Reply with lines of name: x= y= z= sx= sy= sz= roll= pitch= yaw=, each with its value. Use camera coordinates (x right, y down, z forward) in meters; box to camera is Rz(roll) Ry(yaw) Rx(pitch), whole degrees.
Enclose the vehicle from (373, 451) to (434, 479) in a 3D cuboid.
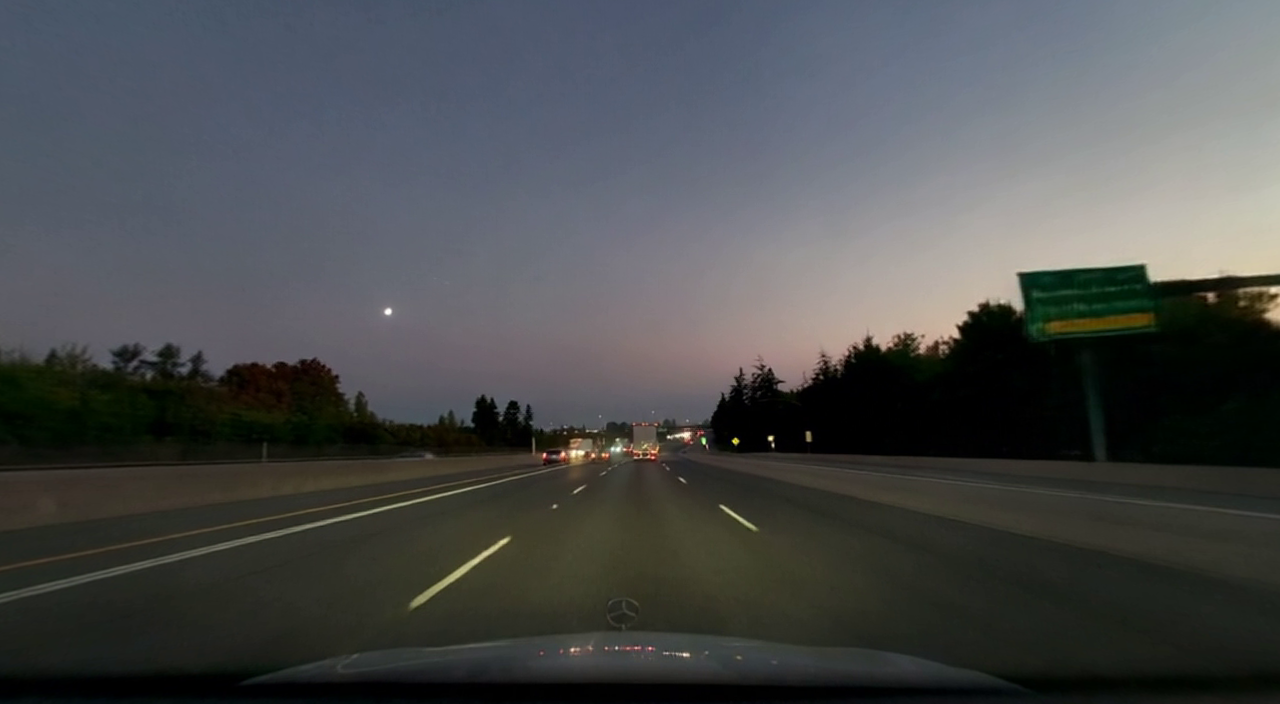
vehicle: x=-13.593 y=6.499 z=36.460 sx=1.829 sy=1.456 sz=4.195 roll=0 pitch=-9 yaw=1
